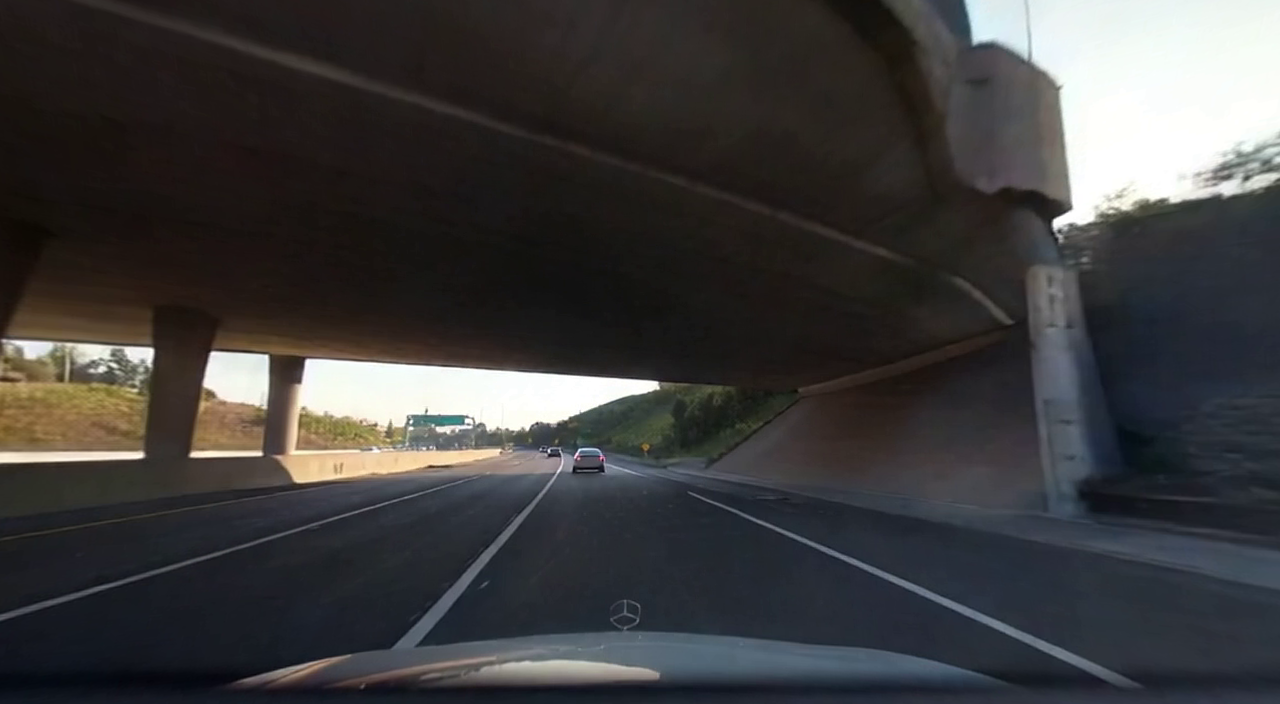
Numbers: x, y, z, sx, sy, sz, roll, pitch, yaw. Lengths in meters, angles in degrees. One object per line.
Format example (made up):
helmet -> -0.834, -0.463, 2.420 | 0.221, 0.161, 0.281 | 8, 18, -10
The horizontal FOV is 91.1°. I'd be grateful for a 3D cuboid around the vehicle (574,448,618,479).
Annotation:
vehicle -> -2.325, 5.752, 32.688 | 2.140, 1.455, 4.135 | 0, -9, -5
